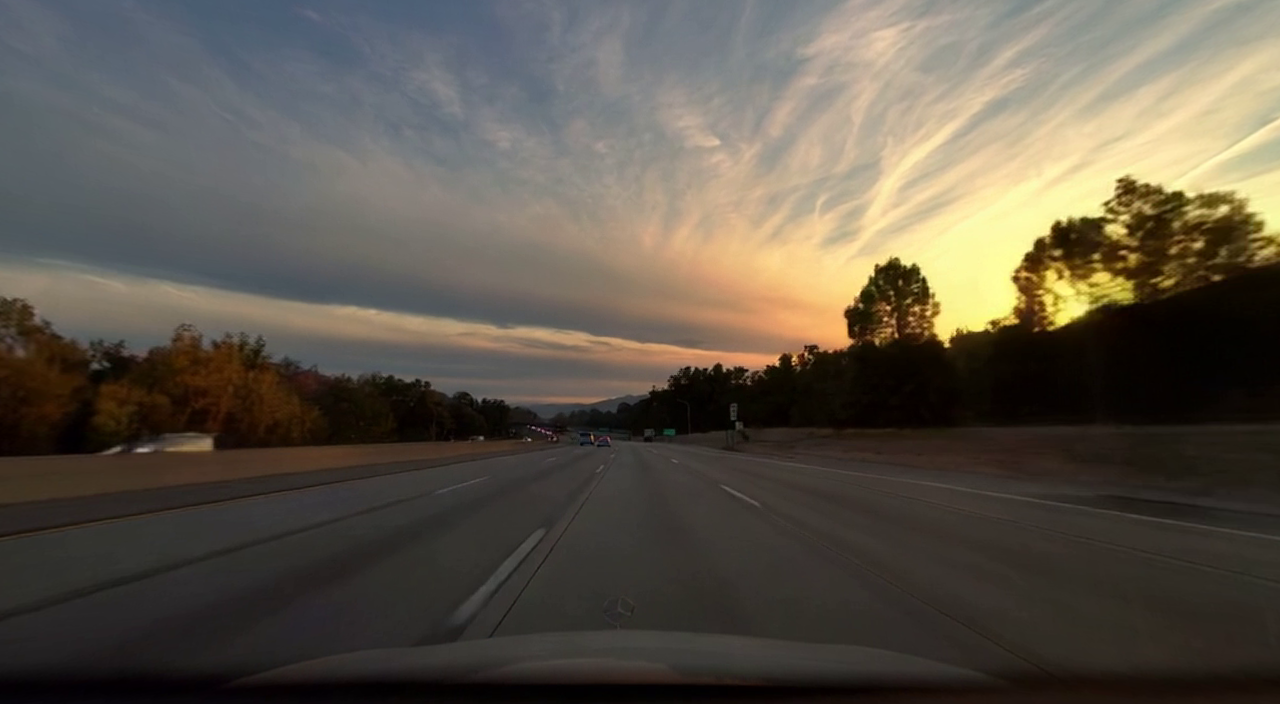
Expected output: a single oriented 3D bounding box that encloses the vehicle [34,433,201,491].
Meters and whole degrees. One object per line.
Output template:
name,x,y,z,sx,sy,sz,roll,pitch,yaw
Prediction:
vehicle,-18.994,3.967,23.233,2.079,1.881,4.761,0,-8,0
